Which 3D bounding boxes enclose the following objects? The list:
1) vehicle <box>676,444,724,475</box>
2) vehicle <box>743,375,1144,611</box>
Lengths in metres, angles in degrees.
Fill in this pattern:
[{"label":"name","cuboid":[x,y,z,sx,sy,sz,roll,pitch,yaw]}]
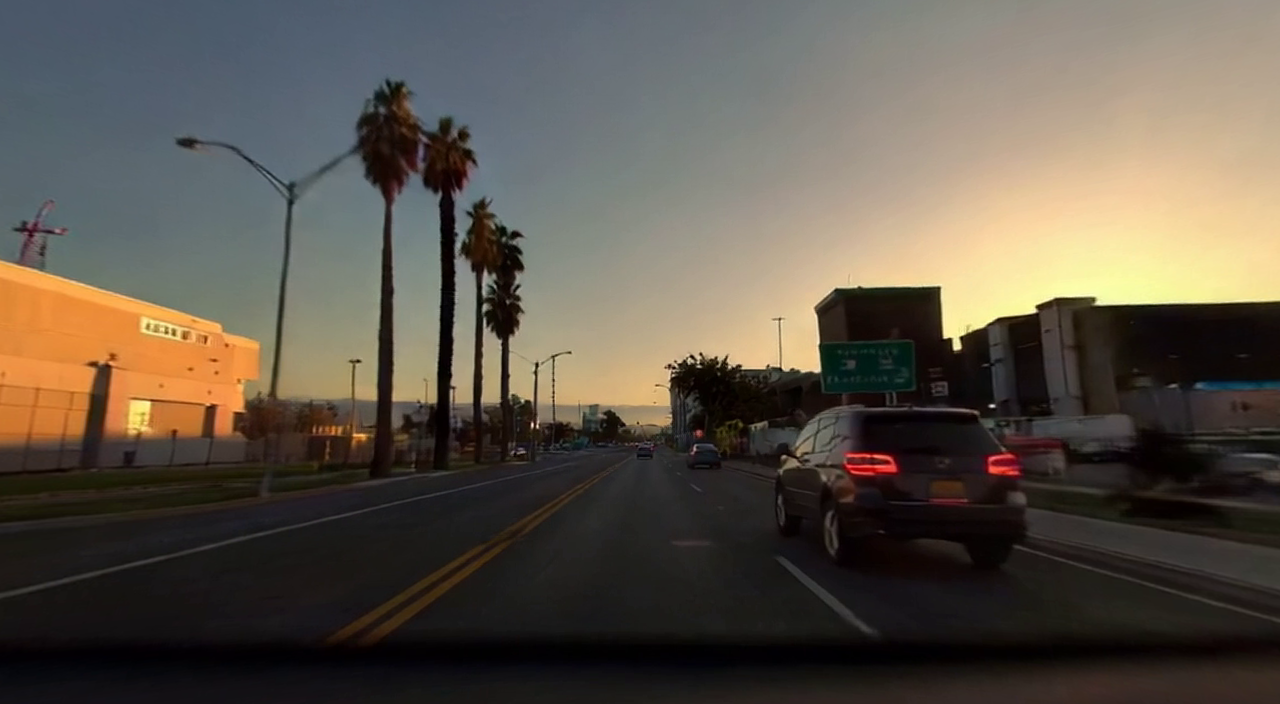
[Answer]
[{"label":"vehicle","cuboid":[3.220,5.869,34.632,2.148,1.562,4.642,0,-8,0]},{"label":"vehicle","cuboid":[3.002,1.594,8.161,2.386,1.970,5.665,0,-8,0]}]
